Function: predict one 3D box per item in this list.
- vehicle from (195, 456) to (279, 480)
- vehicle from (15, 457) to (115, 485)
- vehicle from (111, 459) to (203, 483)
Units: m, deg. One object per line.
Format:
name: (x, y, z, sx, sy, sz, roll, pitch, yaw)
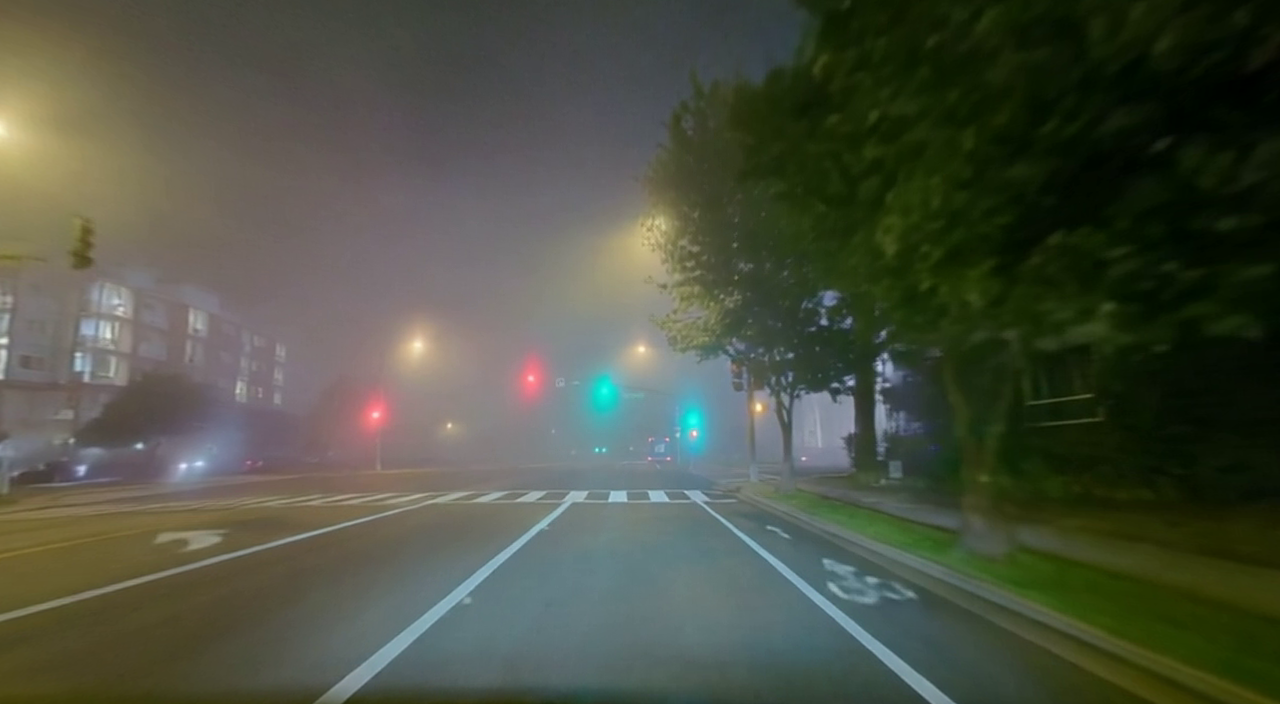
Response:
vehicle: (-26.398, 7.625, 41.470, 4.153, 1.493, 1.808, 0, -9, -2)
vehicle: (-37.461, 7.741, 41.212, 4.593, 1.674, 1.893, 0, -9, 0)
vehicle: (-31.508, 7.751, 41.290, 4.453, 1.441, 1.770, 0, -9, -1)
